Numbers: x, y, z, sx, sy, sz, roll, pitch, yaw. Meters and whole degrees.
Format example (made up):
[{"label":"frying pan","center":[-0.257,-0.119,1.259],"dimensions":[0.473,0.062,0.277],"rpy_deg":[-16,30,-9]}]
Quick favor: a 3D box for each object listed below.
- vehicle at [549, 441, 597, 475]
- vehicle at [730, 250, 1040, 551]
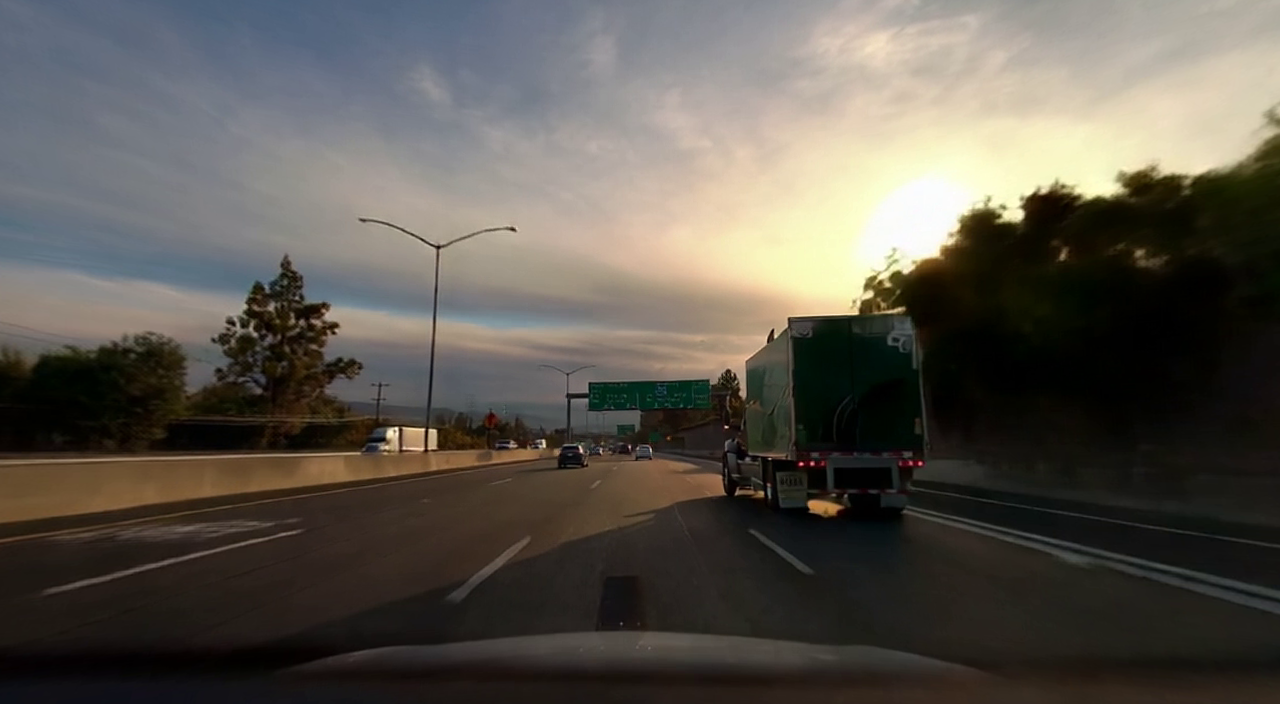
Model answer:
[{"label":"vehicle","center":[-3.394,5.486,32.859],"dimensions":[2.000,1.658,4.155],"rpy_deg":[0,-9,1]},{"label":"vehicle","center":[3.734,1.122,12.060],"dimensions":[3.042,4.037,7.253],"rpy_deg":[0,-9,1]}]
